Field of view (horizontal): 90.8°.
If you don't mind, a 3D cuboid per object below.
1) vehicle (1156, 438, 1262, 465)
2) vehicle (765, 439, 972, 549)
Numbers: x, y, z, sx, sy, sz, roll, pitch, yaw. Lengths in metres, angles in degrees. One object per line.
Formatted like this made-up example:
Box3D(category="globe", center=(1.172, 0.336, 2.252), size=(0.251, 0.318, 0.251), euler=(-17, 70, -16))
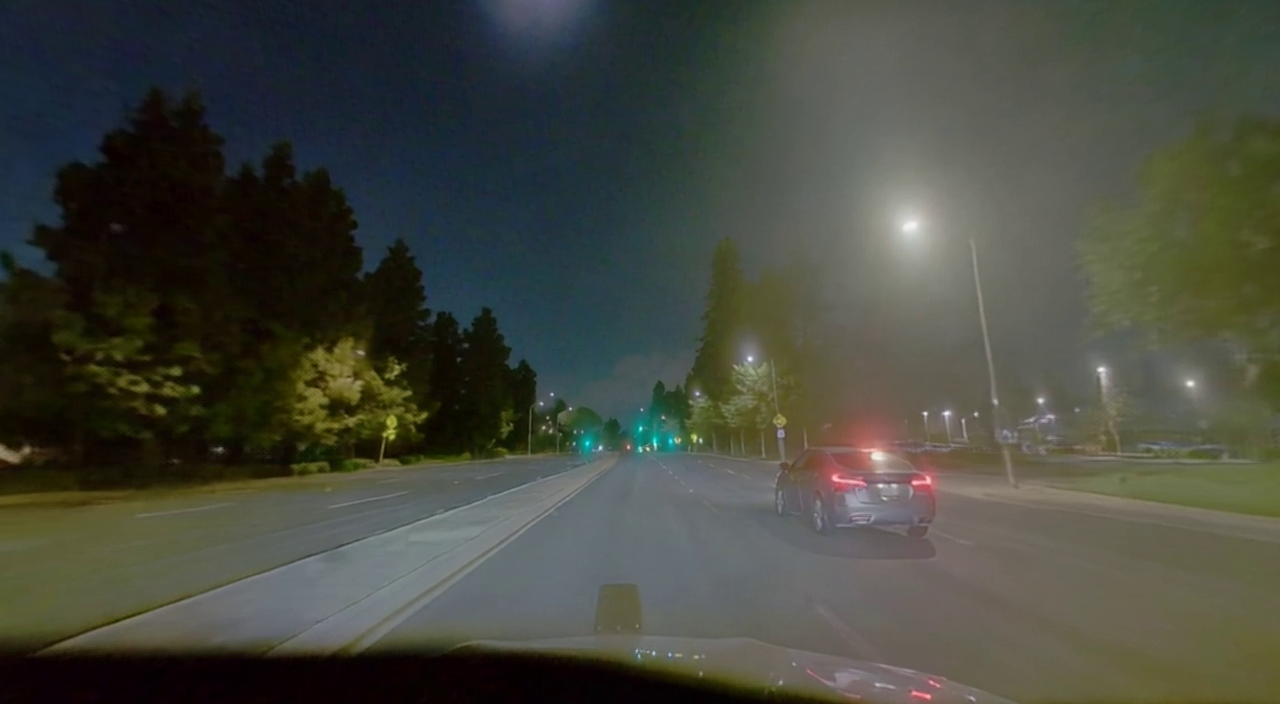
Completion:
Box3D(category="vehicle", center=(41.099, 7.192, 45.743), size=(5.347, 1.882, 2.307), euler=(0, -9, 0))
Box3D(category="vehicle", center=(3.483, 2.226, 10.581), size=(1.852, 1.453, 4.083), euler=(0, -9, -1))
